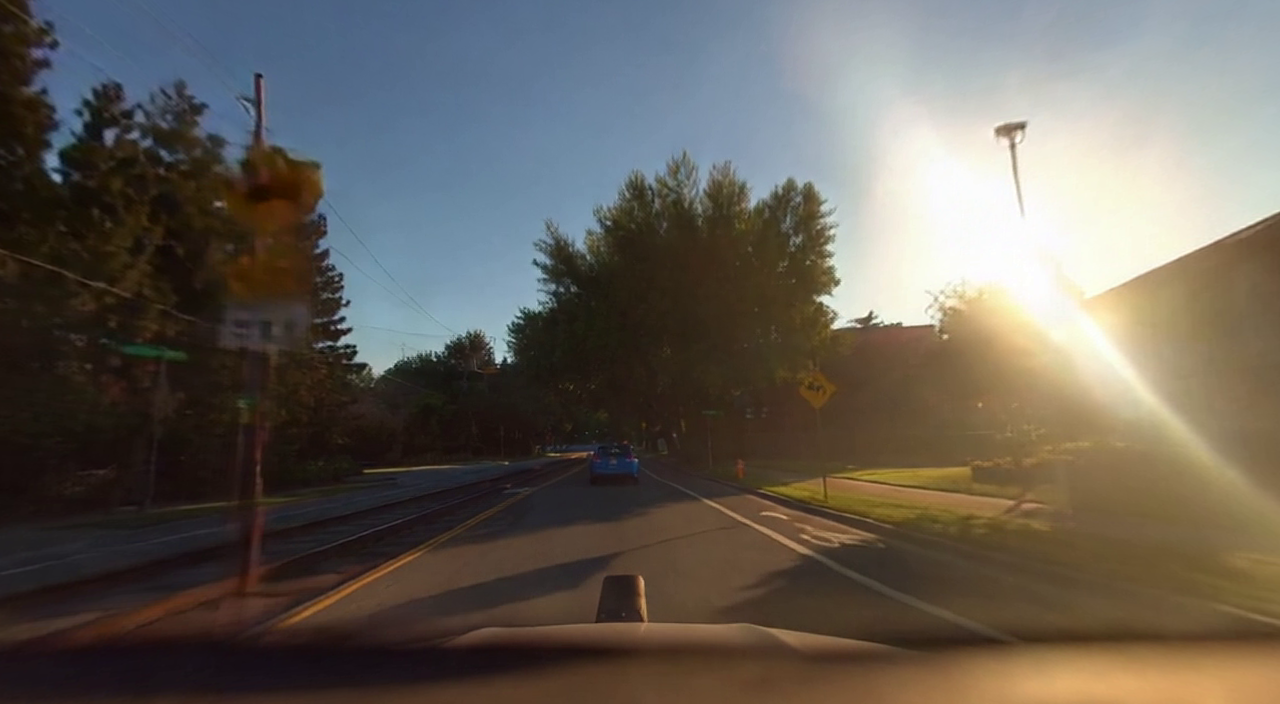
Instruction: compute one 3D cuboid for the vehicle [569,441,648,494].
[{"bbox_3d":[-0.996,3.696,20.650,2.295,1.510,4.364,0,-9,-2],"label":"vehicle"}]
